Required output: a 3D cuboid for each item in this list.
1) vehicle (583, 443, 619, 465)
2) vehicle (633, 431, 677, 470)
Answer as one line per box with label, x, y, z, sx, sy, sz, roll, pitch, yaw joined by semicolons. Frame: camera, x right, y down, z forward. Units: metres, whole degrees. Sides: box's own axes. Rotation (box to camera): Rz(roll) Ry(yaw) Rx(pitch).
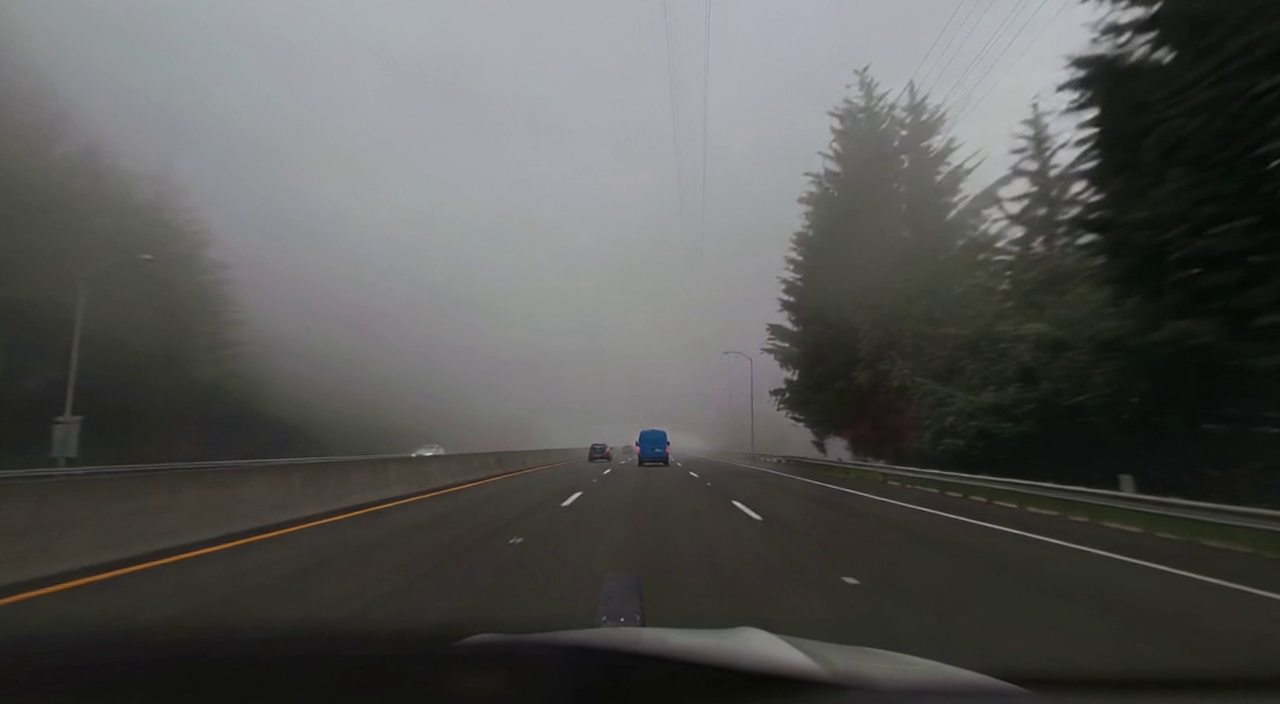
vehicle;-2.594;6.959;43.038;1.996;1.433;4.316;-1;-9;3
vehicle;0.825;5.448;34.805;2.261;1.969;5.104;0;-9;2
